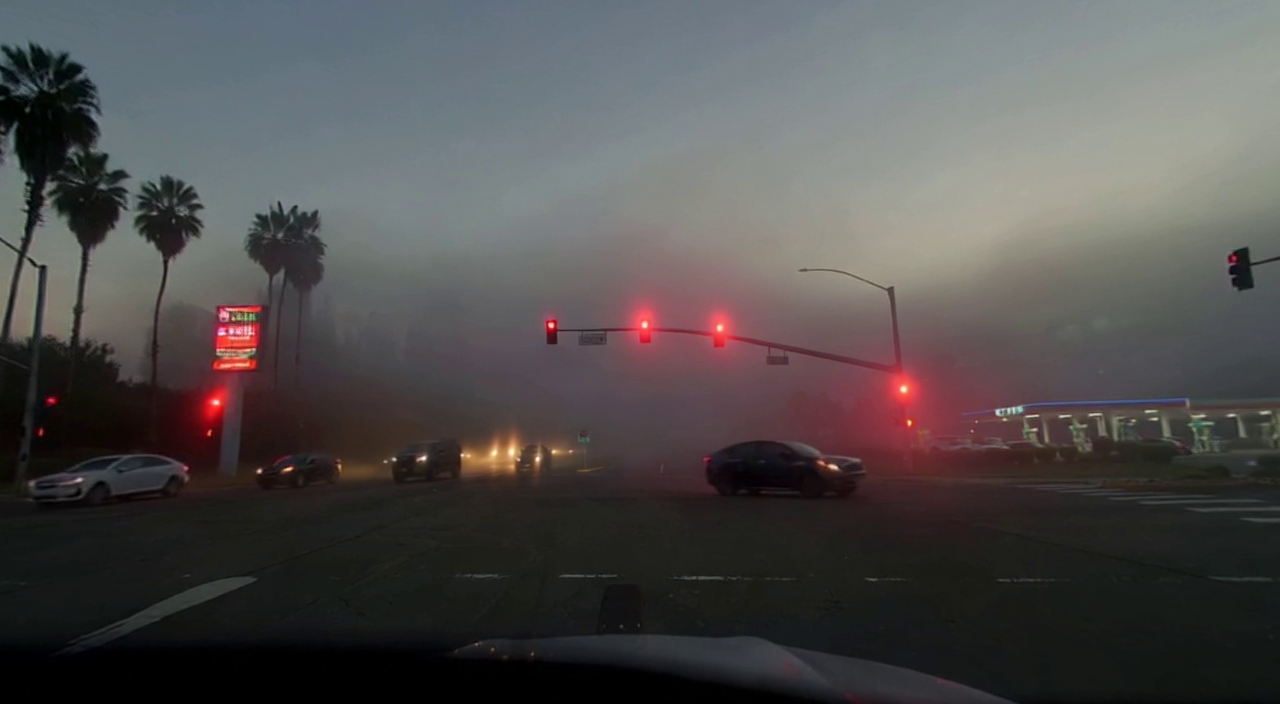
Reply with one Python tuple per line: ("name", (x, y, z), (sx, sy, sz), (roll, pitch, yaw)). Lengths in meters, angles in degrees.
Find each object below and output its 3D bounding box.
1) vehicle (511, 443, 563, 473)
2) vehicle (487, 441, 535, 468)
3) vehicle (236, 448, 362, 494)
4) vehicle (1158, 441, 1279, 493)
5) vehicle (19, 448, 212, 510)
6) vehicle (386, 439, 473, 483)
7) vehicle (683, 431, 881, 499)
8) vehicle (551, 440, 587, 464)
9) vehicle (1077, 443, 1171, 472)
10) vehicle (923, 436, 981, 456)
("vehicle", (-5.287, 5.512, 33.073), (1.983, 1.464, 4.579), (0, -9, 0))
("vehicle", (-8.536, 6.828, 42.196), (2.124, 1.701, 4.551), (0, -9, 1))
("vehicle", (-11.860, 4.136, 22.407), (1.966, 1.455, 4.493), (0, -9, 0))
("vehicle", (18.743, 3.405, 18.831), (5.015, 1.446, 1.862), (0, -9, -3))
("vehicle", (-15.280, 3.674, 18.802), (1.956, 1.611, 4.359), (0, -9, 0))
("vehicle", (-8.579, 4.457, 26.169), (2.156, 1.662, 4.186), (0, -9, 0))
("vehicle", (3.884, 3.094, 17.629), (4.938, 1.651, 2.138), (-5, -10, 31))
("vehicle", (-5.164, 7.357, 46.556), (1.929, 1.719, 4.892), (0, -9, 1))
("vehicle", (24.262, 5.300, 31.736), (3.474, 1.376, 1.538), (0, -9, -2))
("vehicle", (22.540, 6.767, 45.657), (3.356, 1.395, 1.559), (0, -9, -1))
